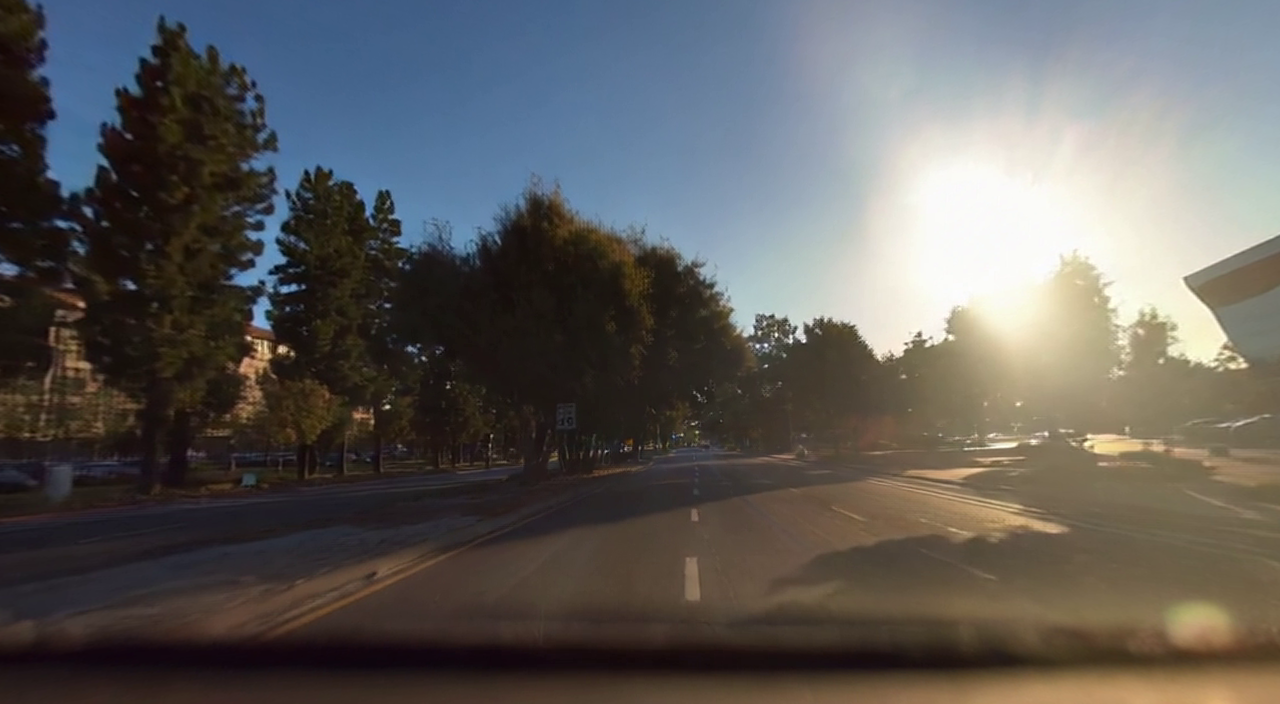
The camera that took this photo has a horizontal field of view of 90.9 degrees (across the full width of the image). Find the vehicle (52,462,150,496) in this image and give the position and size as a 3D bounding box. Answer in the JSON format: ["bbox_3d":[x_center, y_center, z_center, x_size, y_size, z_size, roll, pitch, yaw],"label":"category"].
[{"bbox_3d":[-27.085,6.378,31.755,3.587,1.424,1.633,-4,-8,5],"label":"vehicle"}]
